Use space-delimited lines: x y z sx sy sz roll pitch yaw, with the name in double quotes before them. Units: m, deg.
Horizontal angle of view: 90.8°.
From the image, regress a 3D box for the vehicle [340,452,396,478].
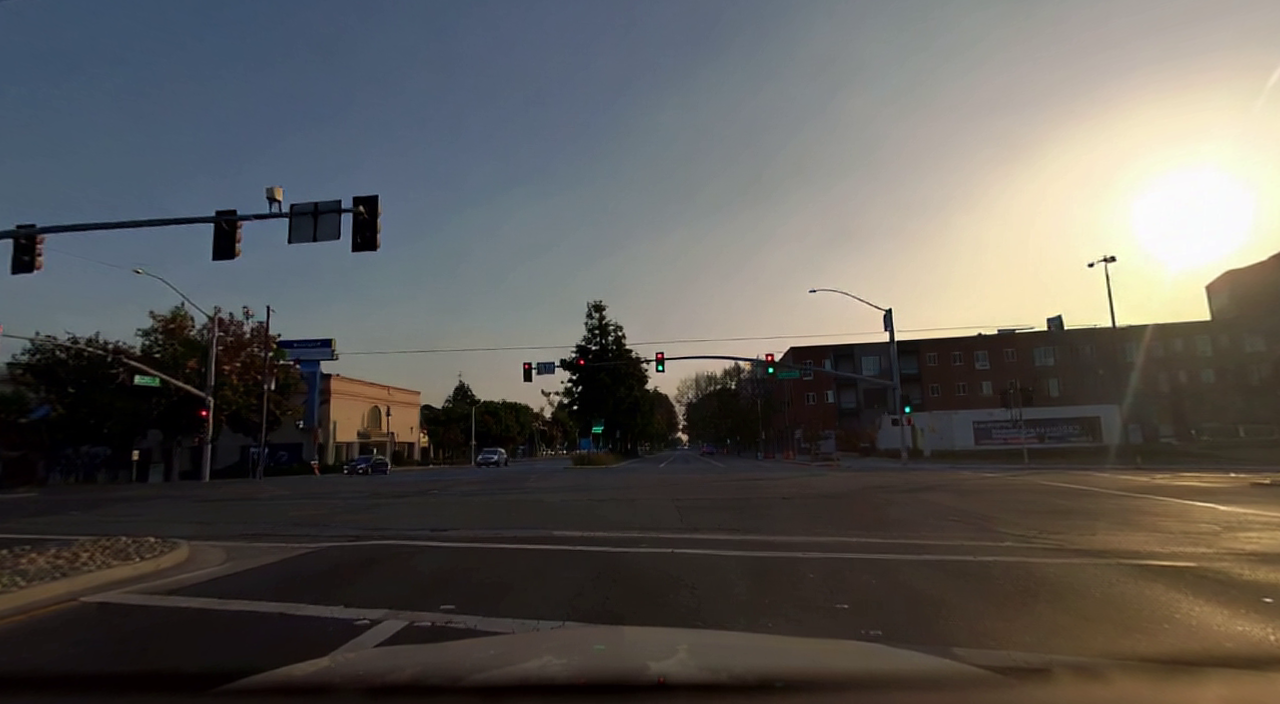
"vehicle" -18.861 7.825 43.990 1.933 1.664 4.255 0 -9 1
